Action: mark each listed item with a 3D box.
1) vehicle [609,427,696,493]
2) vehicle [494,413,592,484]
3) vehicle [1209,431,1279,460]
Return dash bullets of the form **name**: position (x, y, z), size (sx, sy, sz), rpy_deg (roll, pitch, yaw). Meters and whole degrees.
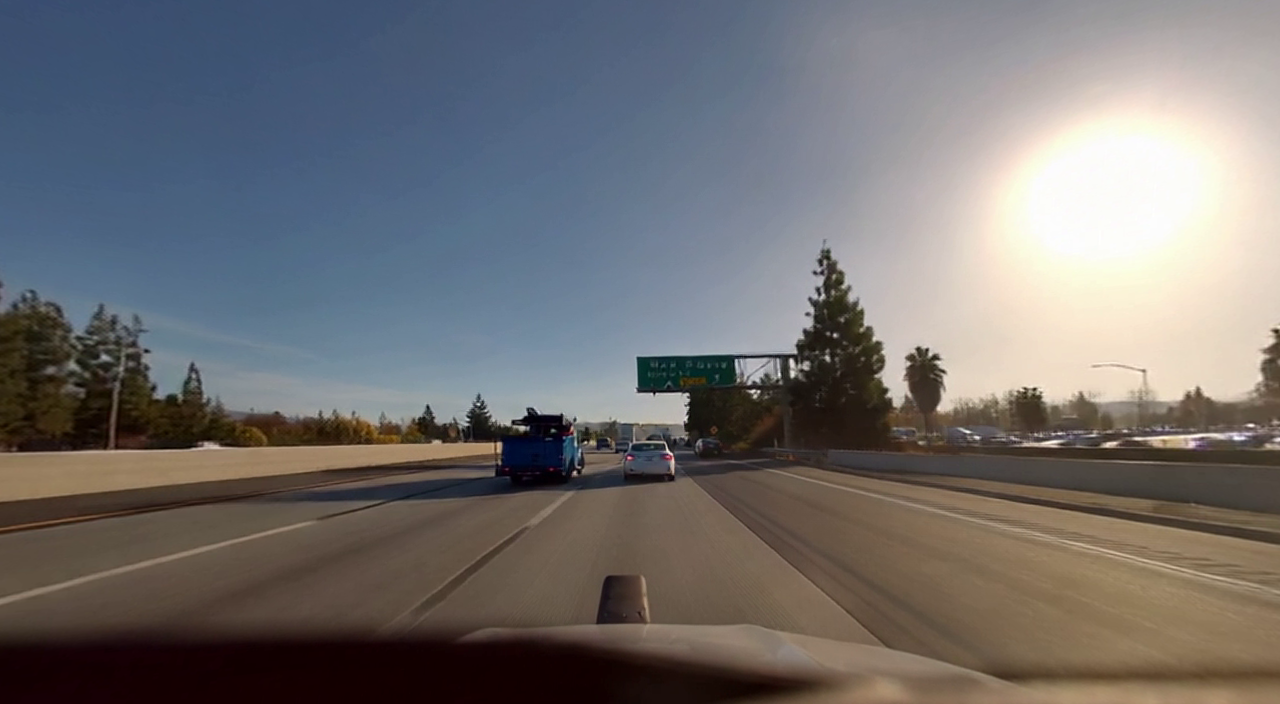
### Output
- **vehicle**: position (0.326, 3.031, 18.021), size (2.165, 1.653, 4.456), rpy_deg (0, -8, 0)
- **vehicle**: position (-3.181, 3.364, 22.033), size (2.526, 2.146, 5.594), rpy_deg (0, -8, 0)
- **vehicle**: position (37.446, 5.615, 37.672), size (4.374, 1.696, 2.169), rpy_deg (0, -8, 0)
